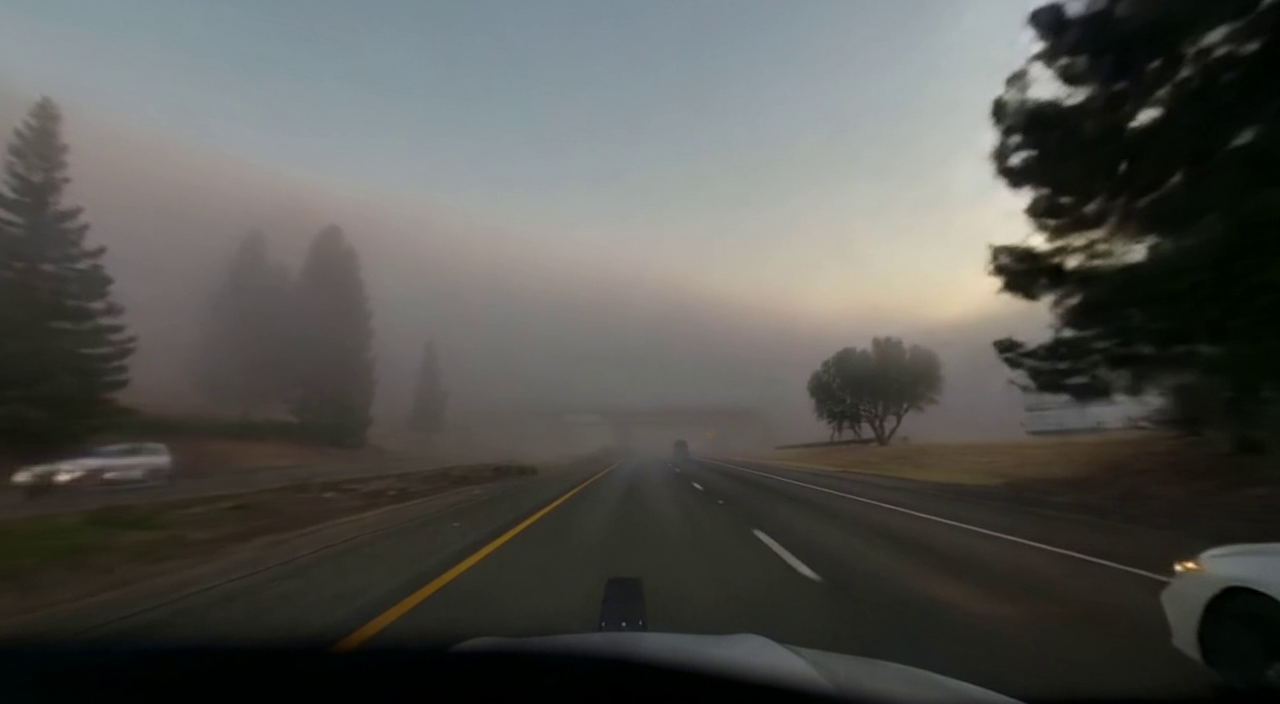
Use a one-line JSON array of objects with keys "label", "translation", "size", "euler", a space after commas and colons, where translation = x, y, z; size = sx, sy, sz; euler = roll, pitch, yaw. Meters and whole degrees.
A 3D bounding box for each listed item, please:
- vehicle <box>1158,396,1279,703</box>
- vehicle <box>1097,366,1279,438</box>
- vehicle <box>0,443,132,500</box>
[{"label": "vehicle", "translation": [3.853, 0.678, 0.996], "size": [2.027, 1.487, 4.718], "euler": [0, -8, 0]}, {"label": "vehicle", "translation": [41.790, 3.629, 43.820], "size": [3.080, 4.623, 16.271], "euler": [4, -9, -26]}, {"label": "vehicle", "translation": [-21.502, 4.265, 23.064], "size": [1.932, 1.831, 4.705], "euler": [0, -8, -1]}]
